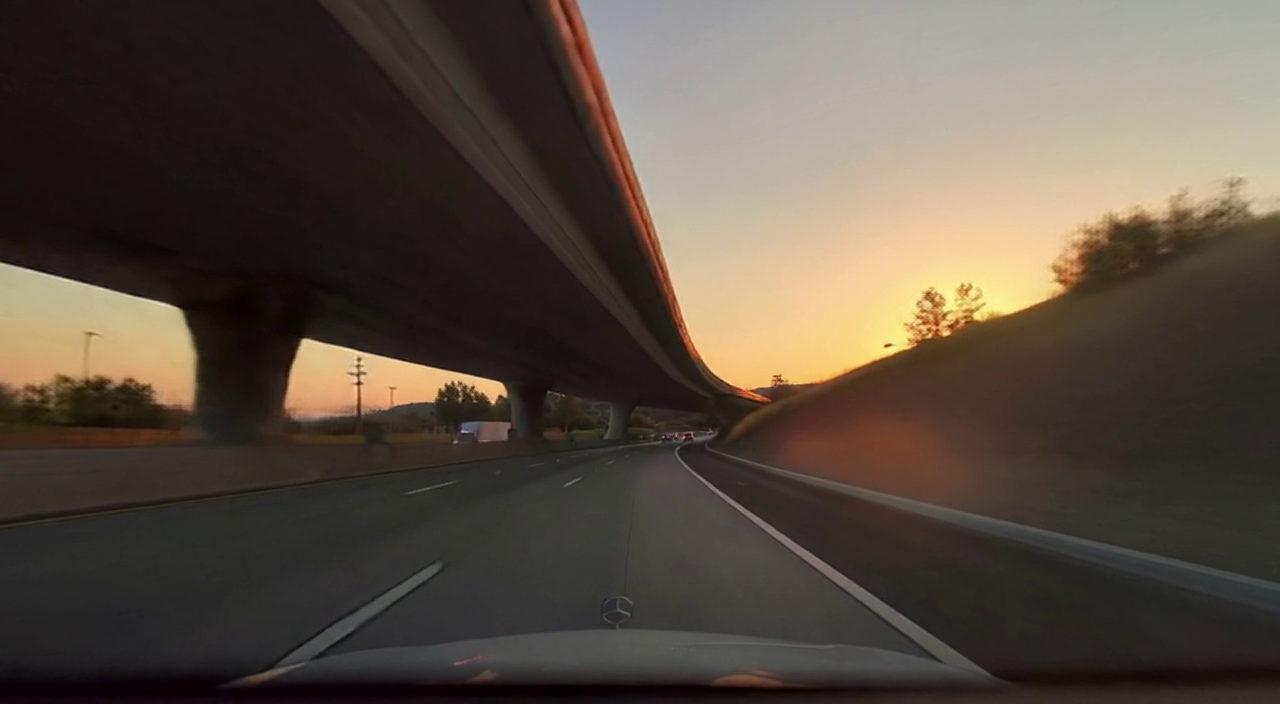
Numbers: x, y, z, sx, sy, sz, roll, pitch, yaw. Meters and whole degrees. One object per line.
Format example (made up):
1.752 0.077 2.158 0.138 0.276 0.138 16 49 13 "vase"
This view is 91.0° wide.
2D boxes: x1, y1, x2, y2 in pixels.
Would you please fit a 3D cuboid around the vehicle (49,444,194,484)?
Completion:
-21.695 4.663 26.682 1.944 1.514 4.841 0 -8 2 "vehicle"
